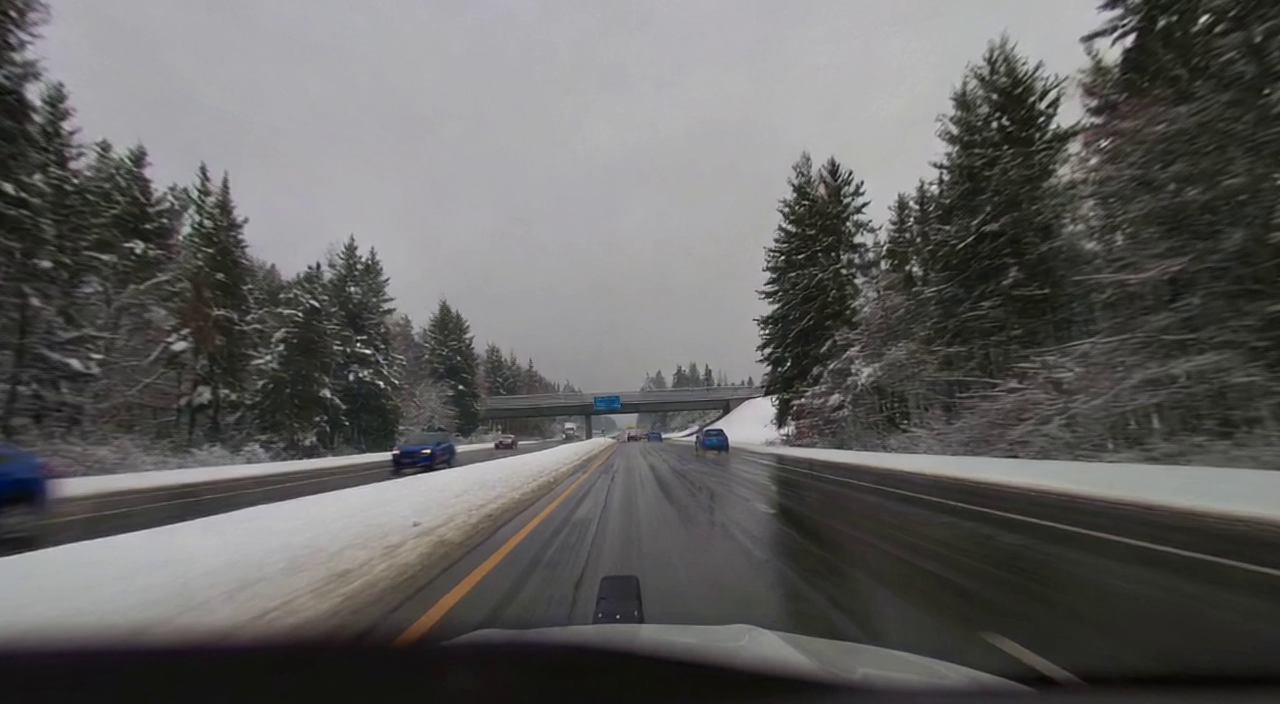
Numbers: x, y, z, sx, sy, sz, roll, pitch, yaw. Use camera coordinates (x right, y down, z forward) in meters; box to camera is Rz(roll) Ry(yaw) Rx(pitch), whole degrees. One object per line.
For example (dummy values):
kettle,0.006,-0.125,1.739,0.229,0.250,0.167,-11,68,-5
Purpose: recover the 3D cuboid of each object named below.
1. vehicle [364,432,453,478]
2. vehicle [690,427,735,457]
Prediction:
vehicle,-8.924,3.983,24.709,1.978,1.652,4.157,0,-8,-1
vehicle,4.244,5.360,37.570,2.073,1.651,4.065,0,-8,-2
